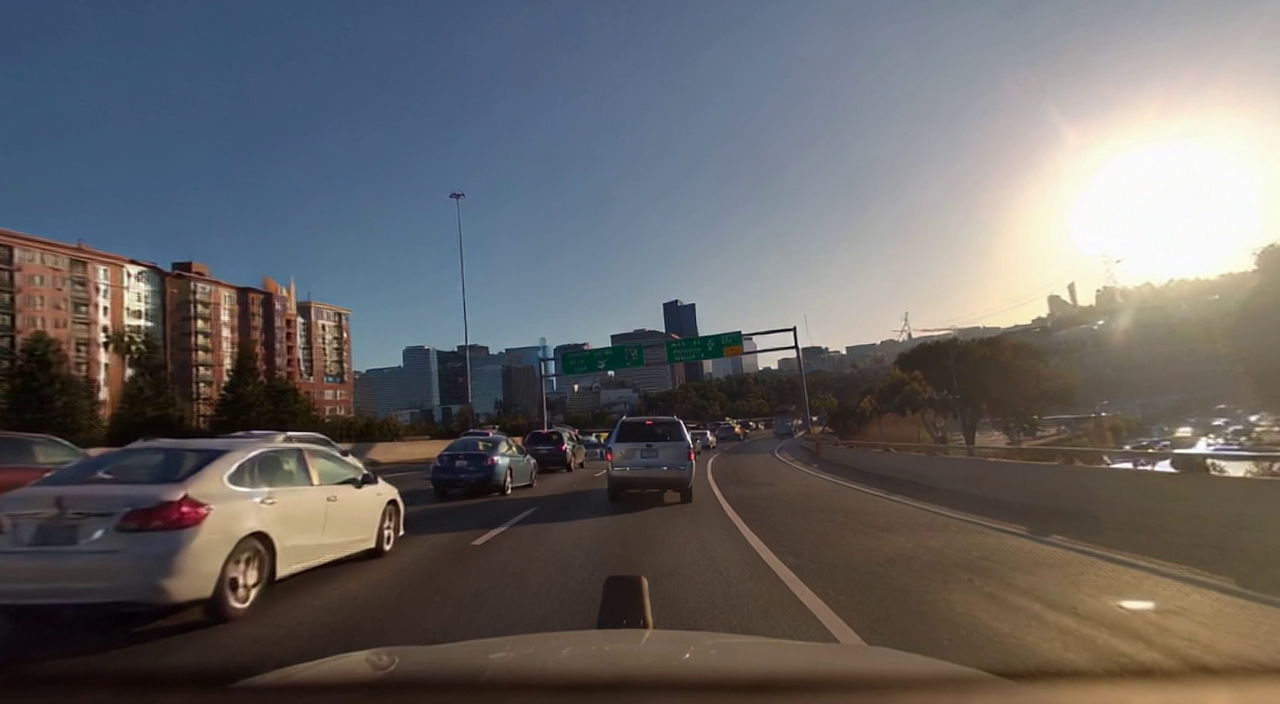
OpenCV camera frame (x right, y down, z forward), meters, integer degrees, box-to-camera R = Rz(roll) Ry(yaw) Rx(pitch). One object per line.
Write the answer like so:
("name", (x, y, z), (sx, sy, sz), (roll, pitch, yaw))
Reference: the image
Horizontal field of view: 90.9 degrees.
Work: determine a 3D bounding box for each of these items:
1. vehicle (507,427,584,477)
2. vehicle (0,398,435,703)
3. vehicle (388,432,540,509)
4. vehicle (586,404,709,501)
("vehicle", (-3.479, 3.820, 24.150), (1.953, 1.729, 4.377), (0, -9, 4))
("vehicle", (-3.645, 1.330, 5.309), (1.998, 1.494, 5.020), (0, -9, 2))
("vehicle", (-3.793, 2.643, 14.526), (2.087, 1.481, 4.225), (0, -9, 3))
("vehicle", (0.254, 2.583, 16.455), (2.616, 2.063, 5.933), (0, -9, 2))
